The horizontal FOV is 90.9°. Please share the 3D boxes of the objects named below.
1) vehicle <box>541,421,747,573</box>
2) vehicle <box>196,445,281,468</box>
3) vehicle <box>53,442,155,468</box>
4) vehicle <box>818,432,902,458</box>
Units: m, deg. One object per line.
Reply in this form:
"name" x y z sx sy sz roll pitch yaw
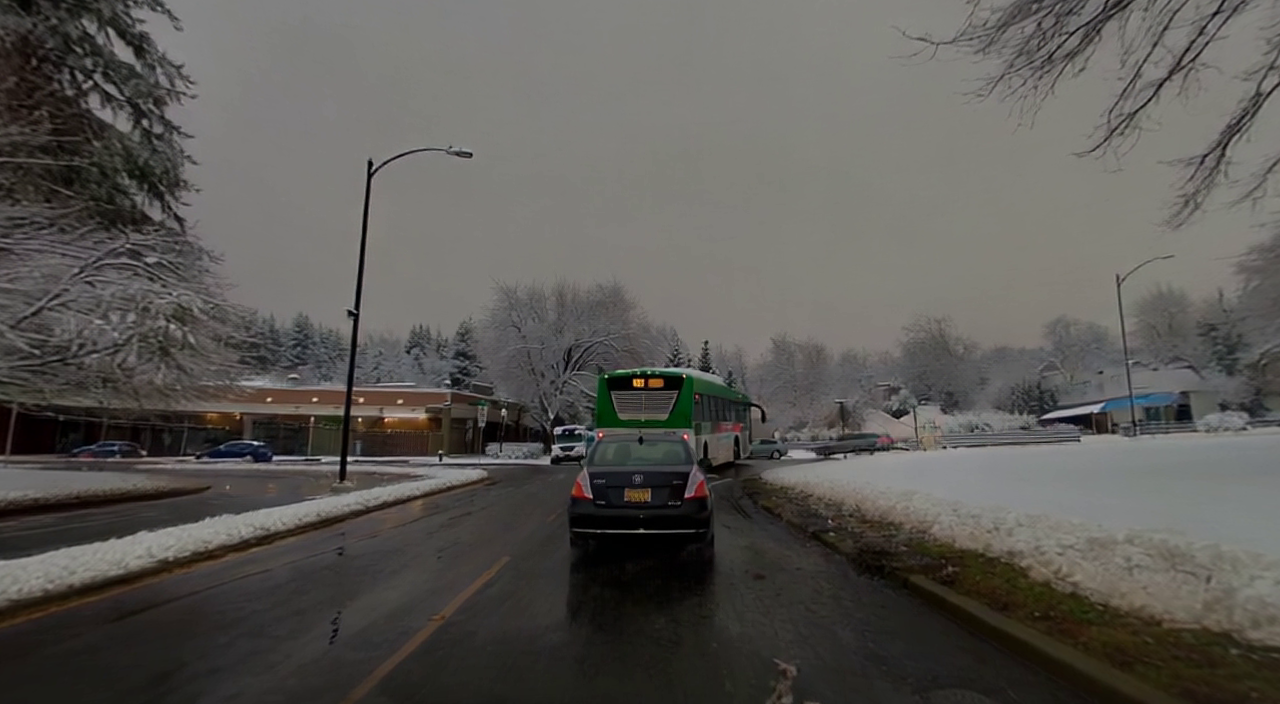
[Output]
"vehicle" 0.078 1.714 8.213 2.020 1.478 3.922 0 -8 1
"vehicle" -25.996 6.791 41.005 4.403 1.422 1.697 4 -9 -25
"vehicle" -32.071 6.172 37.885 4.473 1.442 1.743 7 -11 -39
"vehicle" 12.921 5.475 37.117 4.338 1.464 1.782 -5 -10 29
